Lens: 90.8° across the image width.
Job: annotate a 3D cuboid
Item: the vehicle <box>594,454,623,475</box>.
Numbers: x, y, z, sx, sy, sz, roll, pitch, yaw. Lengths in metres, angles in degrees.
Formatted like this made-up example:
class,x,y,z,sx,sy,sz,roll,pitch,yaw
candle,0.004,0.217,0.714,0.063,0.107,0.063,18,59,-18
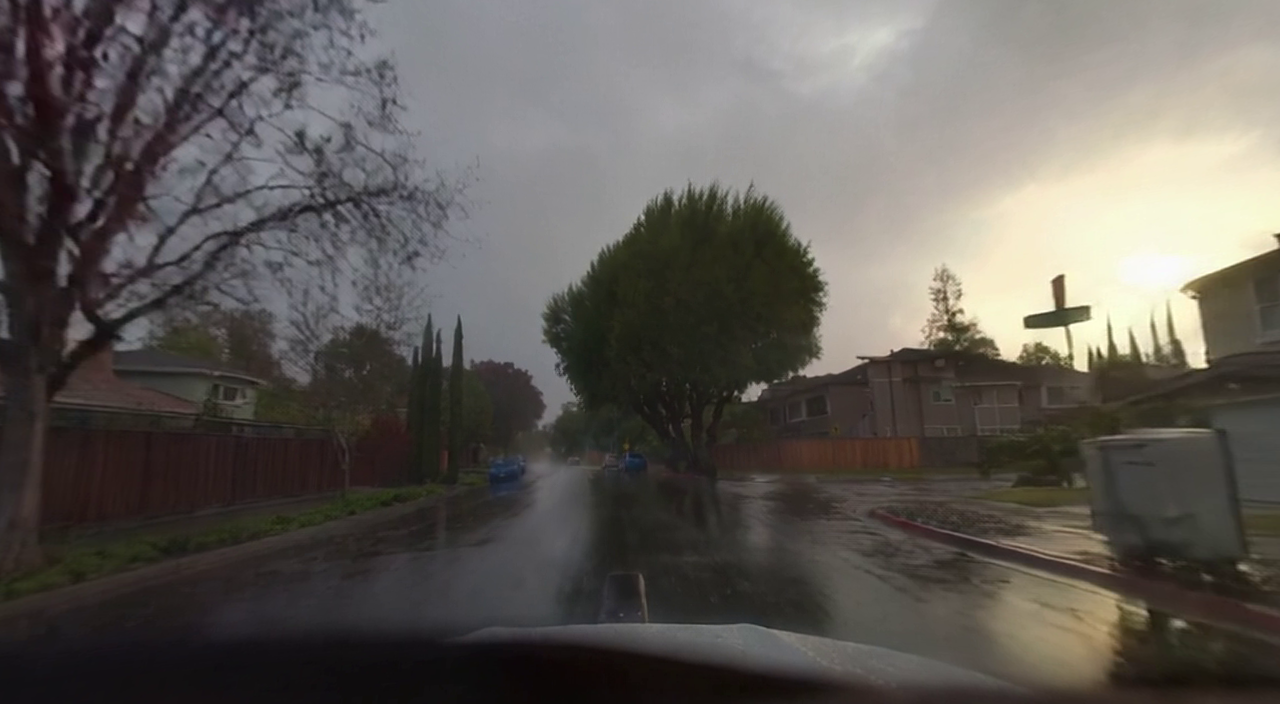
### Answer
class,x,y,z,sx,sy,sz,roll,pitch,yaw
vehicle,-2.411,8.481,47.879,2.064,1.477,3.968,1,-9,-4
